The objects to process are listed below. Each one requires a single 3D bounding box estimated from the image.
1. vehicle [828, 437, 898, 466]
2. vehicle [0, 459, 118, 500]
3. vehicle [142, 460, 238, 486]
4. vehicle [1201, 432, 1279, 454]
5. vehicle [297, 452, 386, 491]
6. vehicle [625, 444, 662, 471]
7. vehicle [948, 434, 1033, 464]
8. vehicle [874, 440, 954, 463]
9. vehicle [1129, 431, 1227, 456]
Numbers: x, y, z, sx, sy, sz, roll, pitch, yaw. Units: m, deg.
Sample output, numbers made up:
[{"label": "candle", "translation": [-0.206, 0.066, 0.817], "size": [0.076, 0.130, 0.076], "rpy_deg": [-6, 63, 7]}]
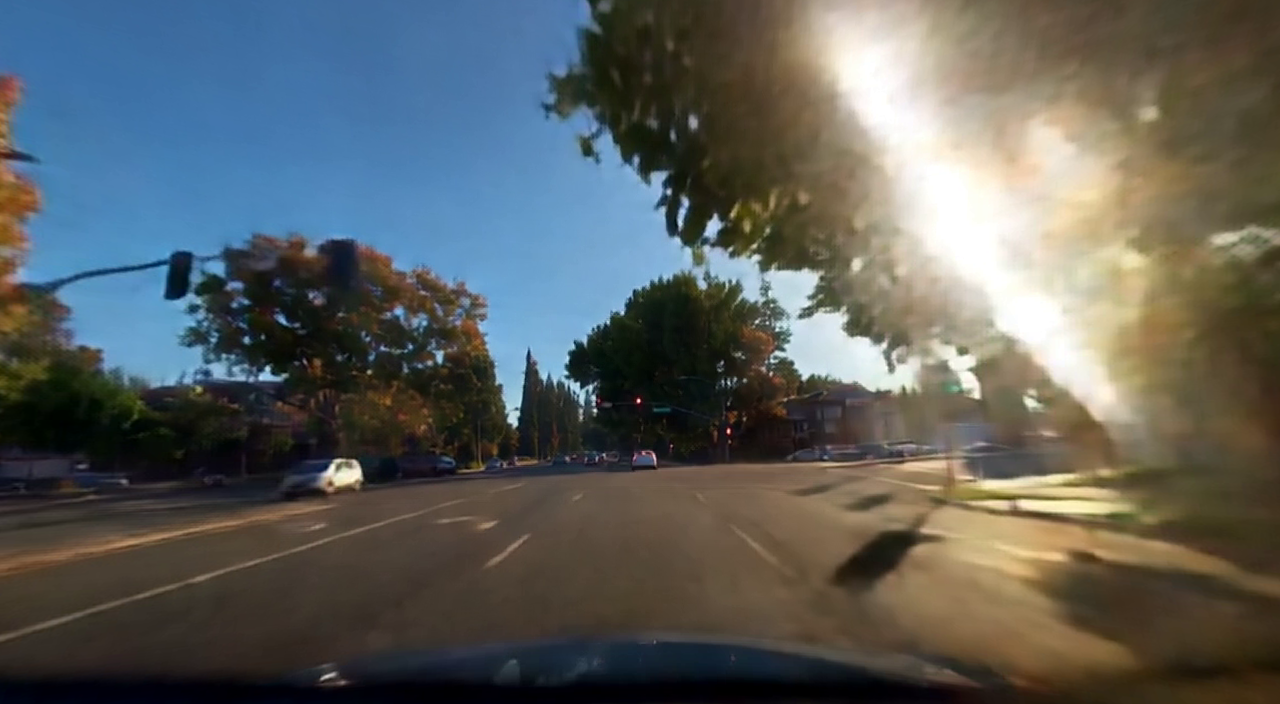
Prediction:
[{"label": "vehicle", "translation": [17.430, 7.806, 49.357], "size": [4.554, 1.704, 2.121], "rpy_deg": [-6, -9, 1]}, {"label": "vehicle", "translation": [-27.851, 5.972, 29.663], "size": [4.569, 1.790, 2.292], "rpy_deg": [-1, -9, 3]}, {"label": "vehicle", "translation": [-28.308, 7.612, 39.767], "size": [4.415, 1.475, 2.183], "rpy_deg": [-1, -9, 2]}, {"label": "vehicle", "translation": [46.600, 7.065, 48.672], "size": [4.485, 1.575, 1.903], "rpy_deg": [-2, -9, 2]}, {"label": "vehicle", "translation": [-14.838, 5.916, 31.675], "size": [2.138, 1.761, 4.611], "rpy_deg": [-1, -9, 0]}, {"label": "vehicle", "translation": [0.183, 7.310, 43.830], "size": [2.437, 1.737, 4.420], "rpy_deg": [0, -9, -1]}, {"label": "vehicle", "translation": [25.307, 7.022, 45.625], "size": [4.897, 1.637, 1.895], "rpy_deg": [-6, -9, 1]}, {"label": "vehicle", "translation": [18.576, 6.762, 42.835], "size": [4.474, 1.482, 1.937], "rpy_deg": [-1, -9, 1]}, {"label": "vehicle", "translation": [36.174, 6.176, 42.486], "size": [4.586, 1.634, 2.107], "rpy_deg": [-1, -9, 0]}]
